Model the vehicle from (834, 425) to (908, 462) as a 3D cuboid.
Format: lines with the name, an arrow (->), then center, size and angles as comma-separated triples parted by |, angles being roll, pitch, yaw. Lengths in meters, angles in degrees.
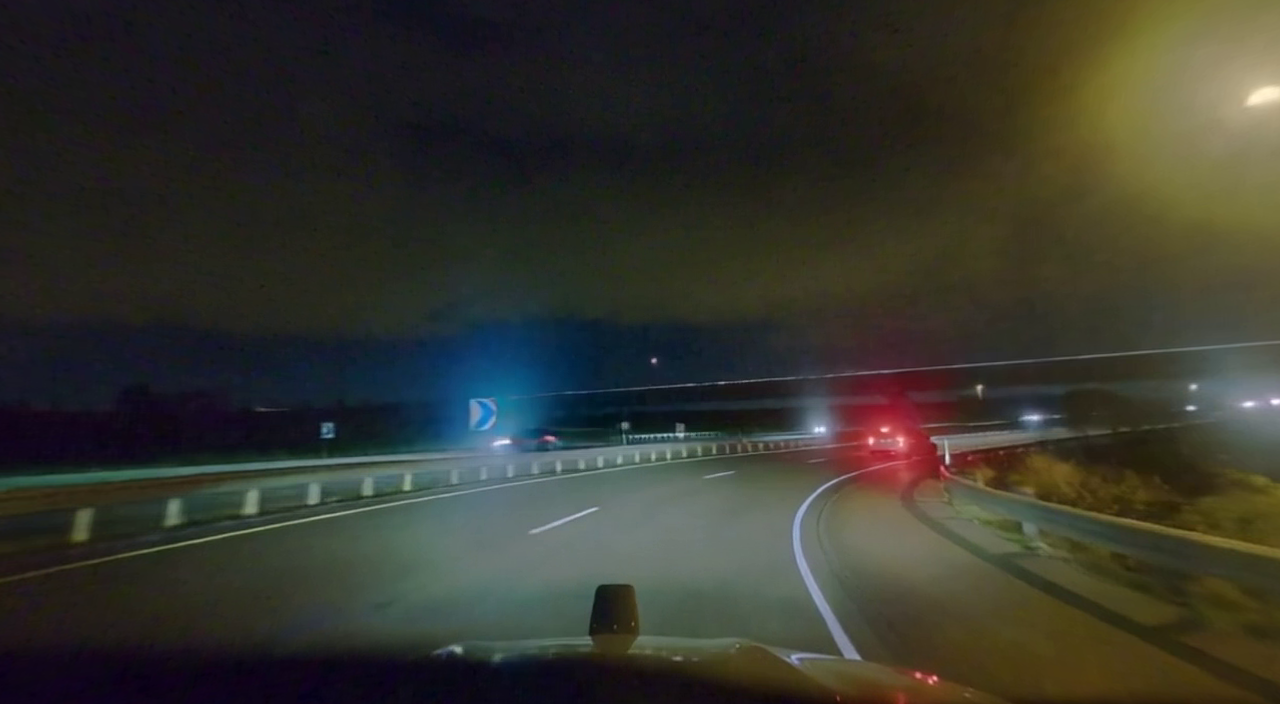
vehicle -> 10.700, 4.183, 28.999 | 2.028, 1.440, 3.970 | -2, -7, 38
